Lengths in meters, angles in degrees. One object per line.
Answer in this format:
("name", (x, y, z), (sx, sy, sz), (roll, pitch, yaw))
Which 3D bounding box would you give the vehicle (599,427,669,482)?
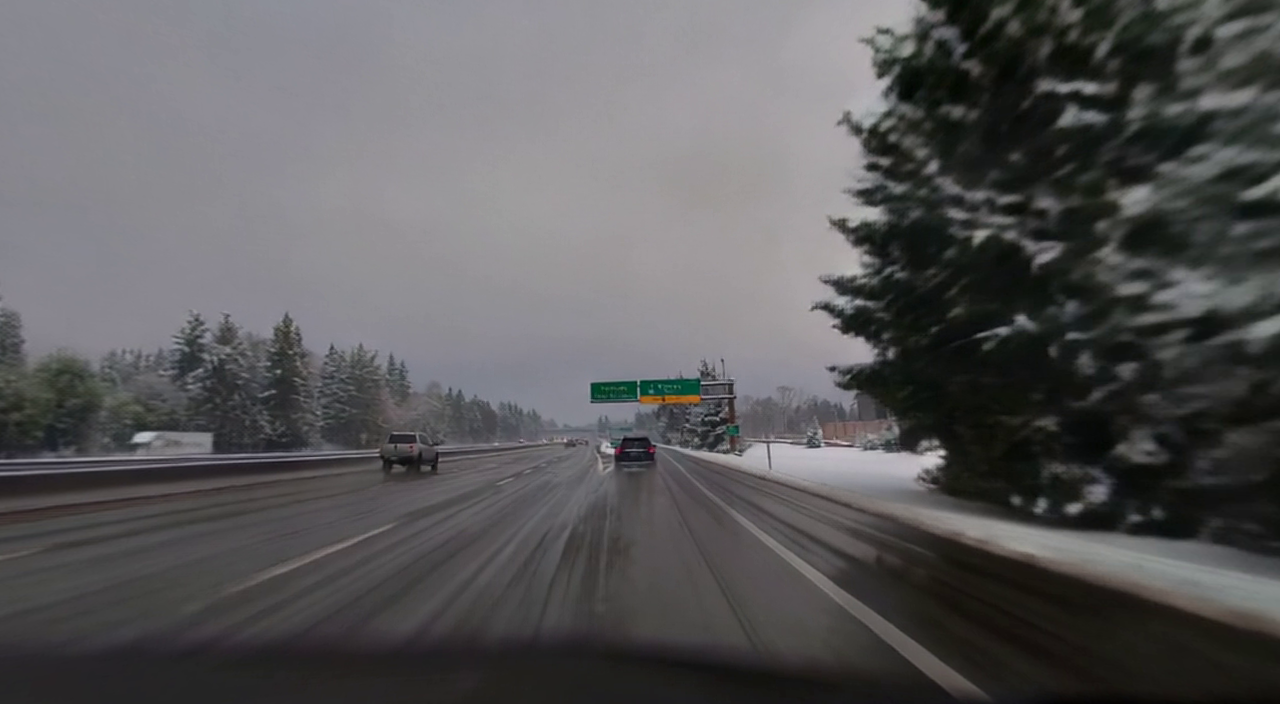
("vehicle", (-0.246, 4.100, 25.544), (2.497, 1.957, 5.432), (0, -9, 0))

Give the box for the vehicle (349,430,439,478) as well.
("vehicle", (-11.069, 4.641, 28.921), (2.289, 1.955, 5.147), (0, -9, -3))
